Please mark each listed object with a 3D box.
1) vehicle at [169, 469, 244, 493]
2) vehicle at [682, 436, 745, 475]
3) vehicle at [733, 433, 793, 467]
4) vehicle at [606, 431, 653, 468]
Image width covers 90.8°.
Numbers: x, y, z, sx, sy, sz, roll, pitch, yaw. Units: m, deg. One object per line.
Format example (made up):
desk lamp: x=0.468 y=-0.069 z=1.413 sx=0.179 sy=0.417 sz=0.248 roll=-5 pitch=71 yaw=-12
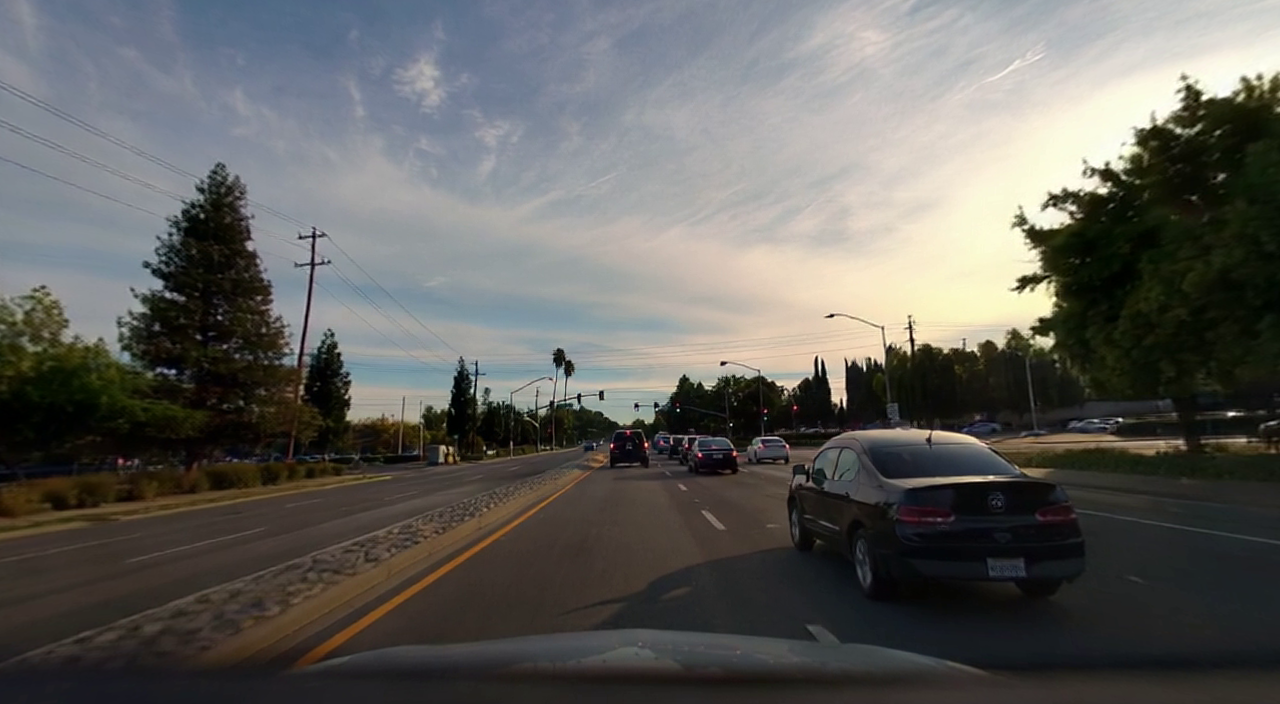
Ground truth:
vehicle: x=-33.878 y=10.083 z=49.430 sx=4.224 sy=1.614 sz=2.123 roll=-1 pitch=-9 yaw=-3
vehicle: x=2.975 y=4.303 z=26.444 sx=1.984 sy=1.462 sz=4.513 roll=0 pitch=-9 yaw=-2
vehicle: x=6.525 y=5.283 z=34.061 sx=2.198 sy=1.678 sz=4.419 roll=0 pitch=-9 yaw=-2
vehicle: x=-0.560 y=5.139 z=33.325 sx=2.300 sy=1.821 sz=4.254 roll=0 pitch=-9 yaw=-1
